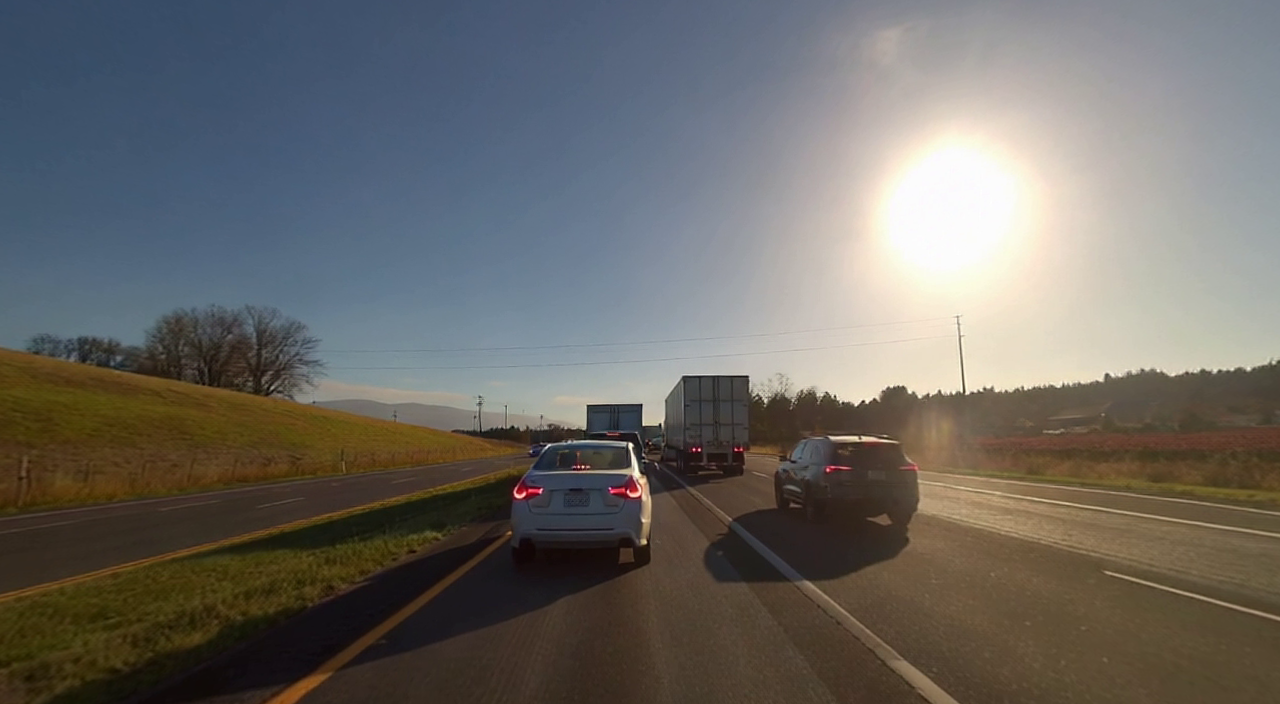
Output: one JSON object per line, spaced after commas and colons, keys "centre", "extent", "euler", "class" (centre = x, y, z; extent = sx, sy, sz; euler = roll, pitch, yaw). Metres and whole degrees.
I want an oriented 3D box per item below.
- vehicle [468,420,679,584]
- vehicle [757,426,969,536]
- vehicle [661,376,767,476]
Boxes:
{"centre": [-0.707, 1.730, 8.110], "extent": [2.009, 1.554, 4.013], "euler": [0, -8, -2], "class": "vehicle"}
{"centre": [3.544, 2.137, 11.150], "extent": [1.960, 1.515, 4.713], "euler": [0, -8, -1], "class": "vehicle"}
{"centre": [3.454, 4.320, 35.469], "extent": [3.591, 4.290, 16.696], "euler": [0, -8, -1], "class": "vehicle"}
